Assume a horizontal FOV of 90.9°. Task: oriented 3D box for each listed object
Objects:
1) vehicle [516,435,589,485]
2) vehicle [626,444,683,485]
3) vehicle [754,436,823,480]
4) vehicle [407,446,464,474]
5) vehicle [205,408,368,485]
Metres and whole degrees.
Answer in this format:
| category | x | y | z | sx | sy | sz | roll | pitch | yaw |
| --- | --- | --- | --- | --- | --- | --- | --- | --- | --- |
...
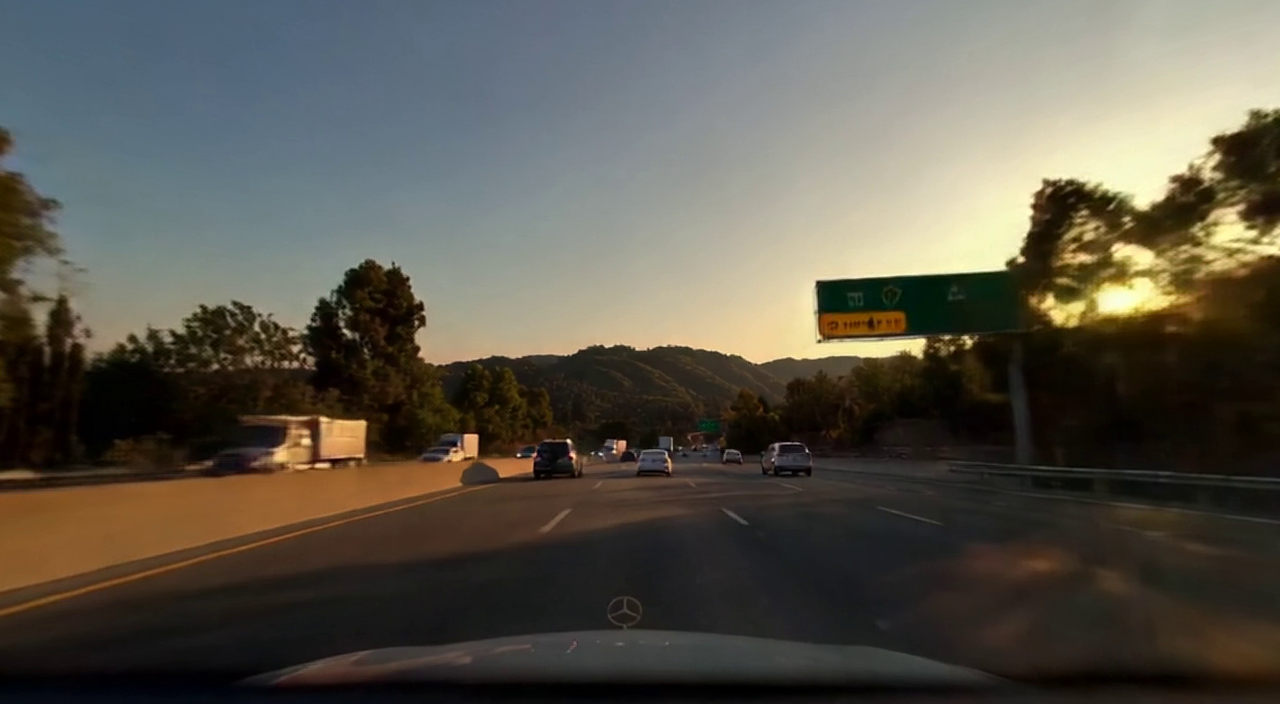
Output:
| category | x | y | z | sx | sy | sz | roll | pitch | yaw |
| --- | --- | --- | --- | --- | --- | --- | --- | --- | --- |
| vehicle | -3.238 | 4.135 | 24.379 | 2.140 | 1.720 | 4.410 | 0 | -9 | 1 |
| vehicle | 0.548 | 4.373 | 24.861 | 2.071 | 1.464 | 4.162 | 0 | -9 | 1 |
| vehicle | 7.051 | 5.107 | 30.562 | 2.094 | 1.916 | 5.099 | 0 | -9 | 0 |
| vehicle | -12.143 | 6.422 | 37.779 | 1.926 | 1.518 | 4.327 | 0 | -9 | 1 |
| vehicle | -16.146 | 4.421 | 29.767 | 2.833 | 3.095 | 8.225 | -1 | -8 | 1 |
